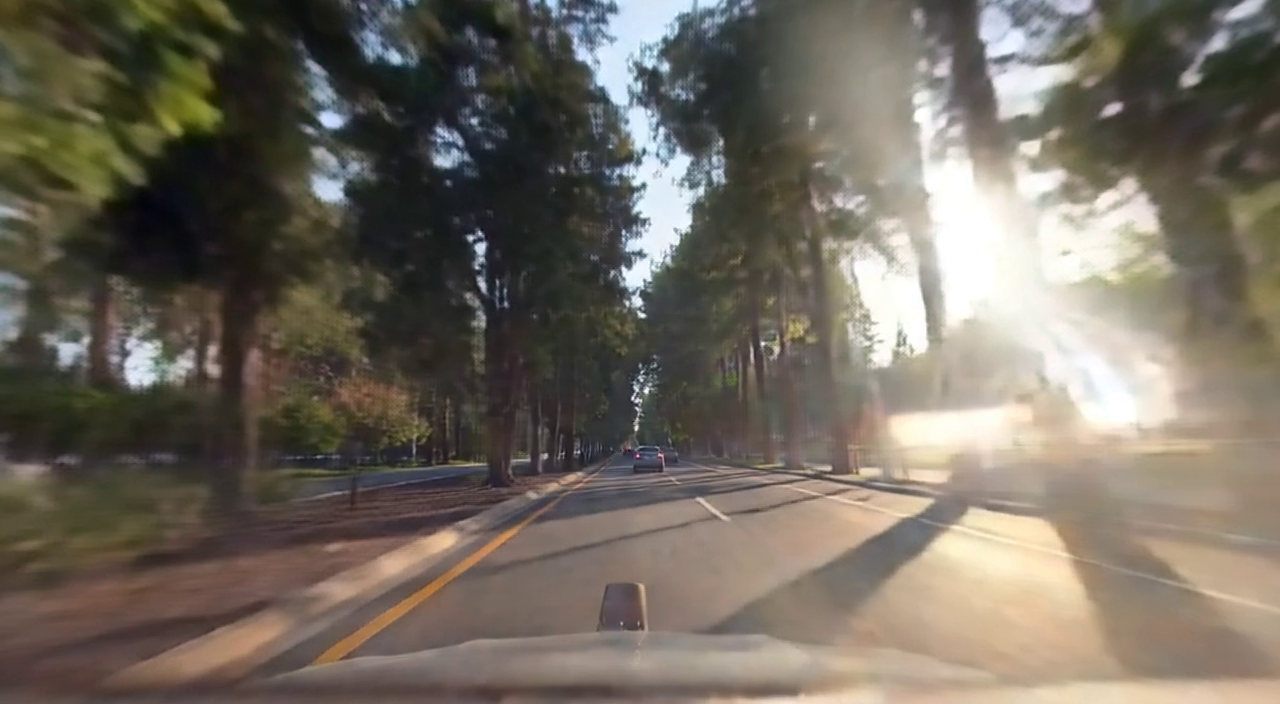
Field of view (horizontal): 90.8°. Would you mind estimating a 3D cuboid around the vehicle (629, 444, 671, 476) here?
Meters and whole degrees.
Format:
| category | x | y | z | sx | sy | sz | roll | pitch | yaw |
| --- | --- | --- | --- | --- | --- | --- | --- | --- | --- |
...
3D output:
| category | x | y | z | sx | sy | sz | roll | pitch | yaw |
| --- | --- | --- | --- | --- | --- | --- | --- | --- | --- |
| vehicle | 0.454 | 5.698 | 33.644 | 2.048 | 1.584 | 4.393 | 0 | -9 | -2 |
